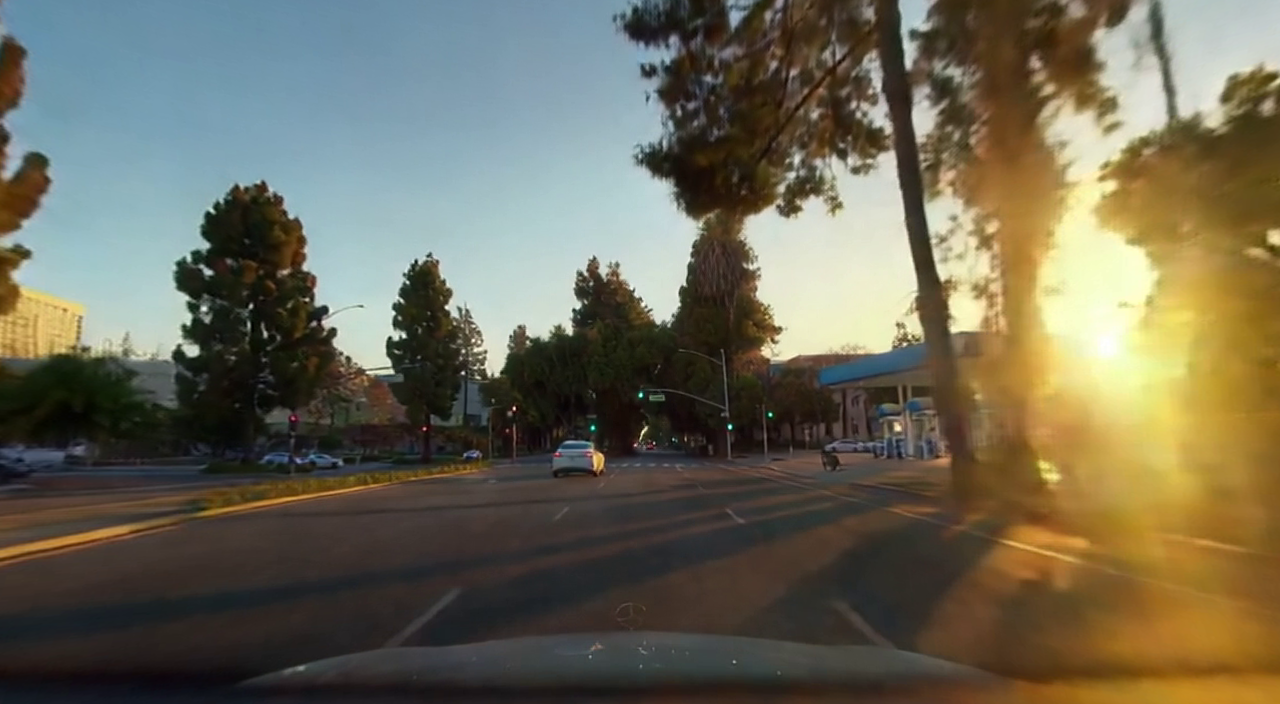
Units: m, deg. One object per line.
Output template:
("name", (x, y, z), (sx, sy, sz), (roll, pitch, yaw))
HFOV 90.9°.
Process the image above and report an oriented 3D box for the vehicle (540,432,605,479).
("vehicle", (-2.642, 4.203, 25.791), (2.011, 1.756, 4.478), (0, -9, 2))
